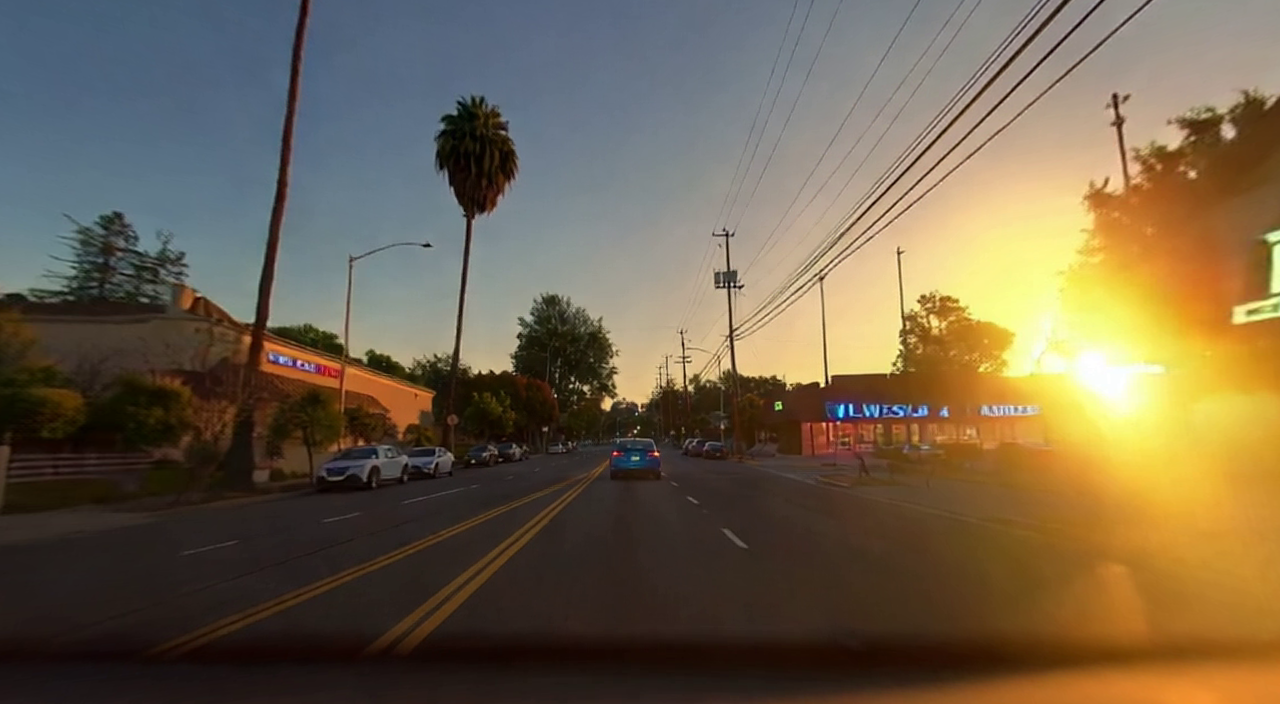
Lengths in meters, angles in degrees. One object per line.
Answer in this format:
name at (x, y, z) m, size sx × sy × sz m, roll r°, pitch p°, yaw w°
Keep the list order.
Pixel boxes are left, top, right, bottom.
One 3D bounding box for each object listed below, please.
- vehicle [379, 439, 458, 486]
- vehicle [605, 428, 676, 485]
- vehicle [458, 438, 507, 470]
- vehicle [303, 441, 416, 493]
vehicle at (-10.165, 5.043, 29.340) m, size 1.992 × 1.744 × 4.896 m, roll -2°, pitch -6°, yaw 0°
vehicle at (-0.061, 3.696, 22.506) m, size 2.264 × 1.798 × 4.563 m, roll 0°, pitch -8°, yaw -2°
vehicle at (-10.085, 6.537, 40.595) m, size 1.958 × 1.937 × 4.114 m, roll -1°, pitch -8°, yaw 2°
vehicle at (-10.166, 4.180, 23.296) m, size 2.075 × 1.693 × 4.696 m, roll 0°, pitch -8°, yaw -1°
